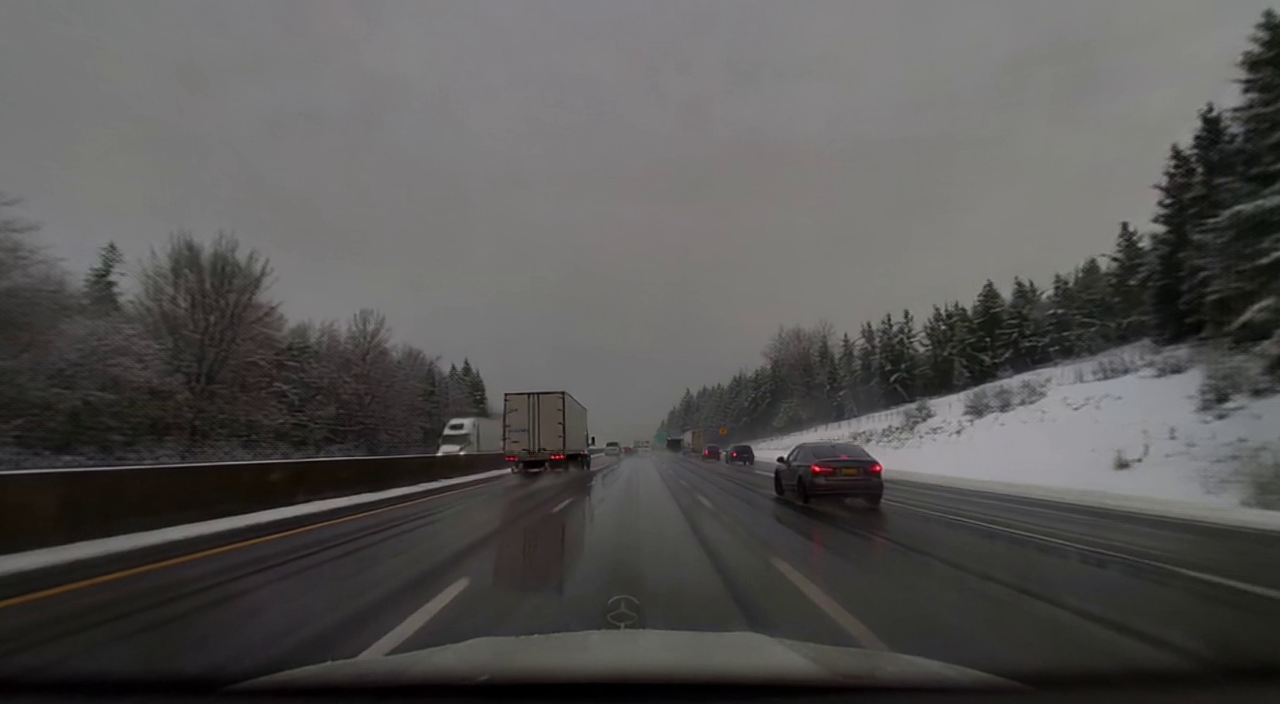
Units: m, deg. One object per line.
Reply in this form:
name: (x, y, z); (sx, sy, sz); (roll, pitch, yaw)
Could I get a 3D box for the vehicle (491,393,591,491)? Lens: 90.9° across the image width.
vehicle: (-3.490, 3.474, 24.044); (2.667, 3.195, 6.731); (0, -9, 0)

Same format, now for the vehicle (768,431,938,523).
vehicle: (4.048, 2.444, 12.813); (1.983, 1.545, 4.038); (0, -9, -1)

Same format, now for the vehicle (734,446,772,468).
vehicle: (8.117, 7.565, 45.609); (1.876, 1.475, 4.185); (0, -9, -1)
